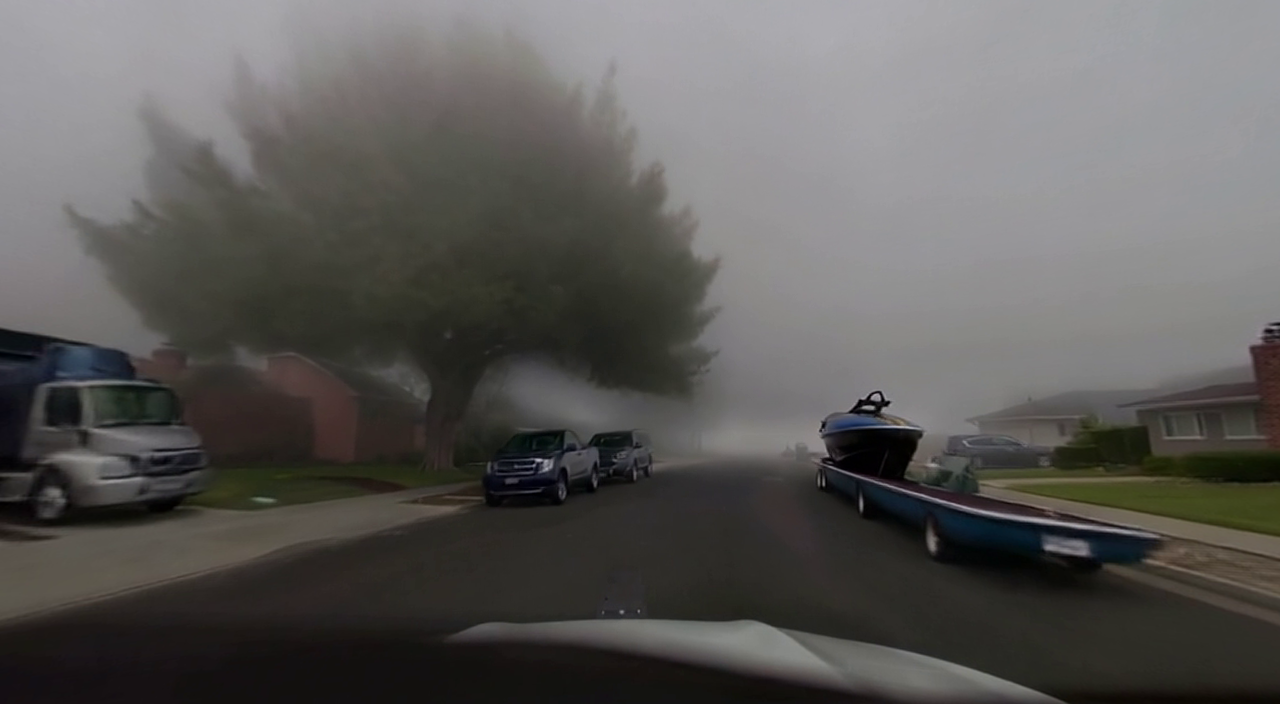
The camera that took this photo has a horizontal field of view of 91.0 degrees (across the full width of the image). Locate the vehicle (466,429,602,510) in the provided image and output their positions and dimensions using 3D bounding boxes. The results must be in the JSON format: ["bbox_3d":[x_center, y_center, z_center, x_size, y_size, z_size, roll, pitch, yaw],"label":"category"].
[{"bbox_3d":[-2.501,2.951,16.309,2.052,1.745,4.737,-2,-9,9],"label":"vehicle"}]

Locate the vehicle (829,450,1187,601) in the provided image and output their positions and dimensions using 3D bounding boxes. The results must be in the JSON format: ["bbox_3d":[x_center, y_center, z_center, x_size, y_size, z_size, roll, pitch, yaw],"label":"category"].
[{"bbox_3d":[4.977,2.399,10.255,2.804,1.336,6.700,0,-7,10],"label":"vehicle"}]

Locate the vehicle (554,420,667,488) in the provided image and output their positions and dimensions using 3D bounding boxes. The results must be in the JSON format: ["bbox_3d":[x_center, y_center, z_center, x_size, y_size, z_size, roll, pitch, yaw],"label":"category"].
[{"bbox_3d":[-0.931,3.932,24.556,2.632,2.249,6.179,-3,-9,15],"label":"vehicle"}]

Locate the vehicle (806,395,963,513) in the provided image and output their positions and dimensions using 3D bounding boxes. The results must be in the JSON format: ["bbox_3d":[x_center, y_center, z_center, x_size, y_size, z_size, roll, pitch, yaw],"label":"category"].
[{"bbox_3d":[6.153,2.690,16.866,2.697,2.558,5.635,-2,-9,9],"label":"vehicle"}]

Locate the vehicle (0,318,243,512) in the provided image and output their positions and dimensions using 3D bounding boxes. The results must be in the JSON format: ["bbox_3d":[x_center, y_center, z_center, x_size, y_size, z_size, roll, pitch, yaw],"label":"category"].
[{"bbox_3d":[-12.243,1.238,11.726,7.767,3.105,2.858,-1,-9,3],"label":"vehicle"}]
